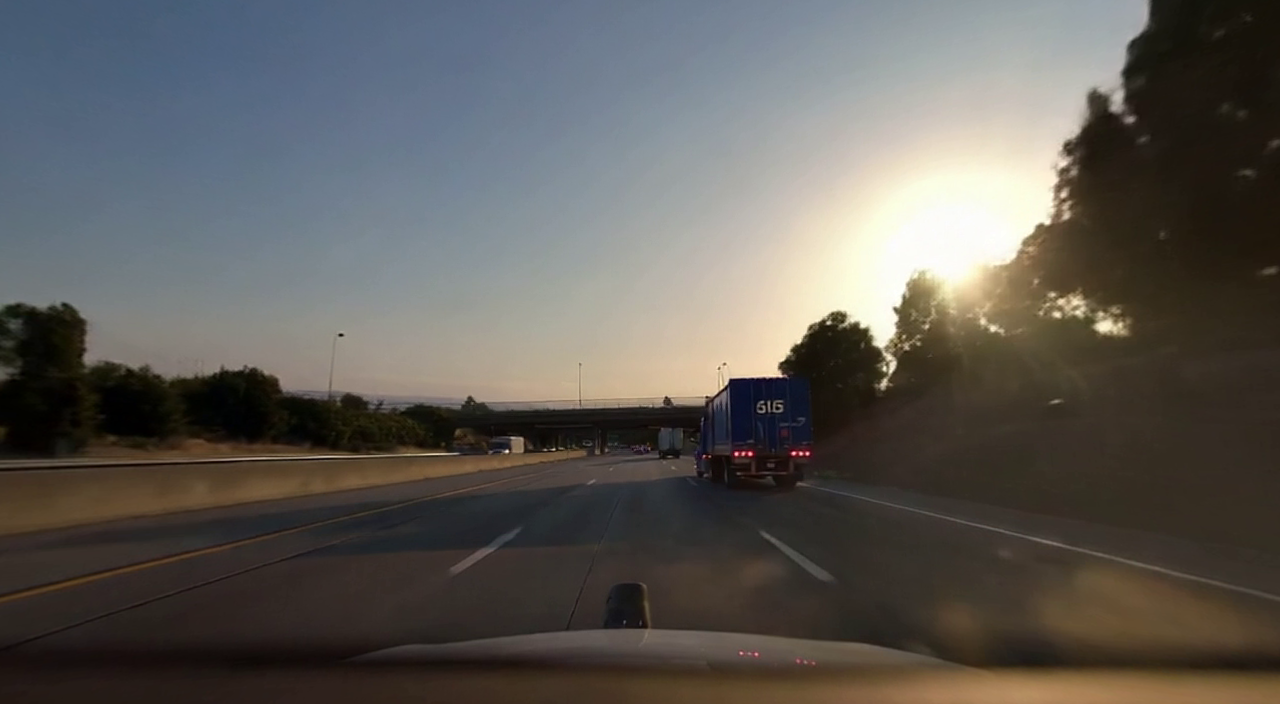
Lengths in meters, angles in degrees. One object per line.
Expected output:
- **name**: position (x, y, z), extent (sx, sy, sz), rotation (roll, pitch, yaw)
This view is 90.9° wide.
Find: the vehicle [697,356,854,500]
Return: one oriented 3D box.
- **vehicle**: position (3.951, 2.736, 21.442), extent (3.107, 3.718, 10.231), rotation (0, -9, 0)
